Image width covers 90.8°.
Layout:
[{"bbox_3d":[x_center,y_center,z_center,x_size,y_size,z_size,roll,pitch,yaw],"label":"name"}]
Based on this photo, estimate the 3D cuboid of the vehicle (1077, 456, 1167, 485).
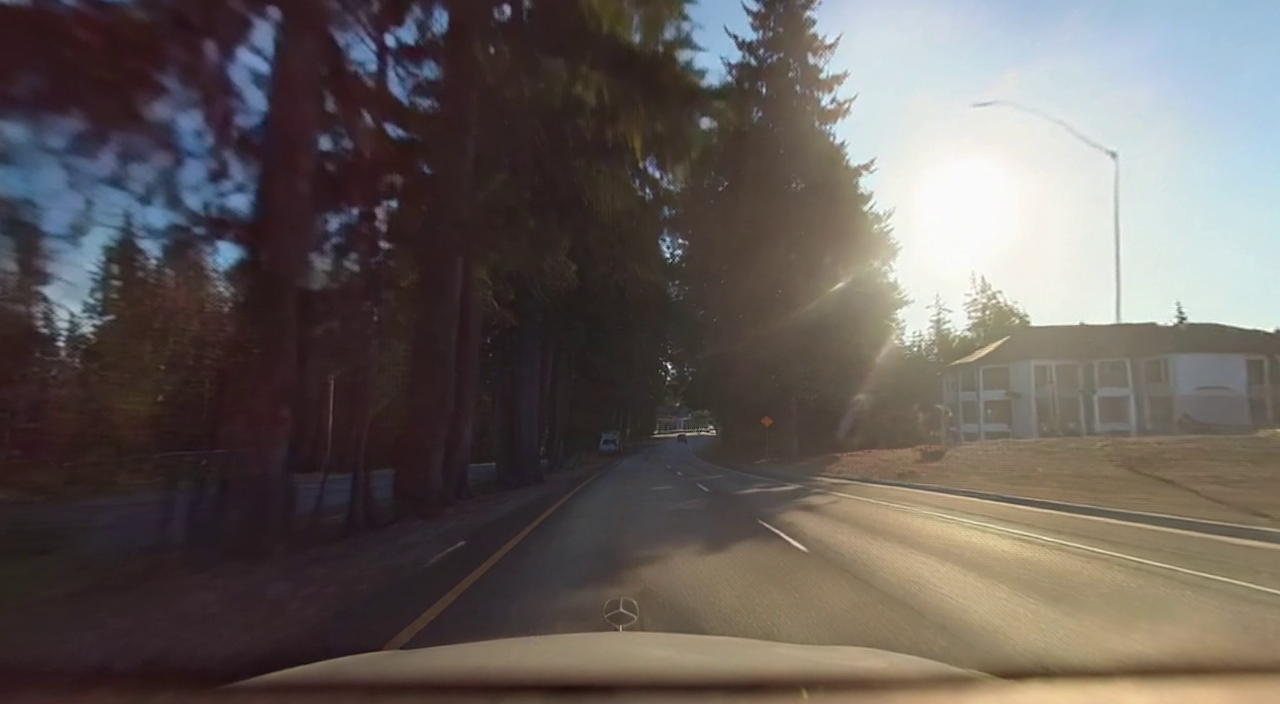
[{"bbox_3d":[35.366,8.645,46.383,5.275,1.756,2.198,0,-6,-11],"label":"vehicle"}]
